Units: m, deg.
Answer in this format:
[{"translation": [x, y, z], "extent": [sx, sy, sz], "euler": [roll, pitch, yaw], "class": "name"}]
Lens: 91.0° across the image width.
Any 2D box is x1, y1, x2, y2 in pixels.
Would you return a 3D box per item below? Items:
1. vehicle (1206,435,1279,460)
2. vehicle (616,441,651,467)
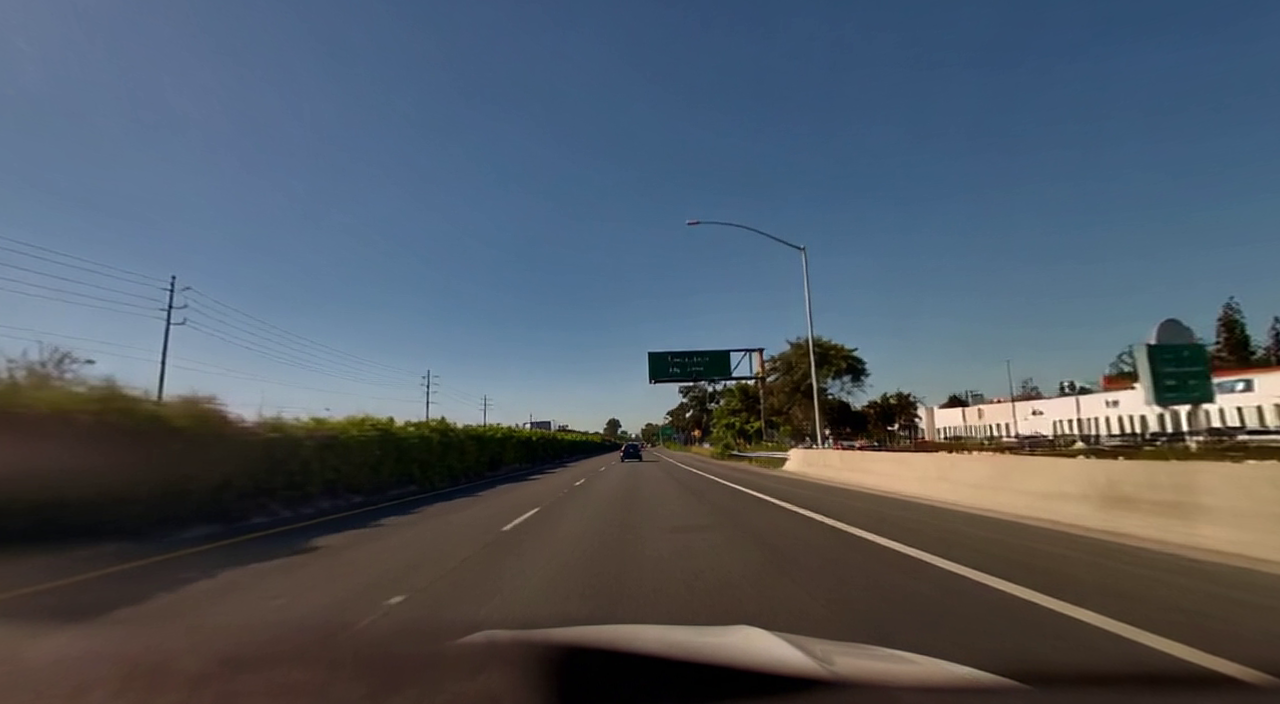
[{"translation": [39.775, 6.223, 40.998], "extent": [3.996, 1.517, 1.846], "euler": [1, -9, -2], "class": "vehicle"}, {"translation": [-0.430, 6.511, 40.246], "extent": [2.110, 1.555, 4.431], "euler": [0, -9, 0], "class": "vehicle"}]
